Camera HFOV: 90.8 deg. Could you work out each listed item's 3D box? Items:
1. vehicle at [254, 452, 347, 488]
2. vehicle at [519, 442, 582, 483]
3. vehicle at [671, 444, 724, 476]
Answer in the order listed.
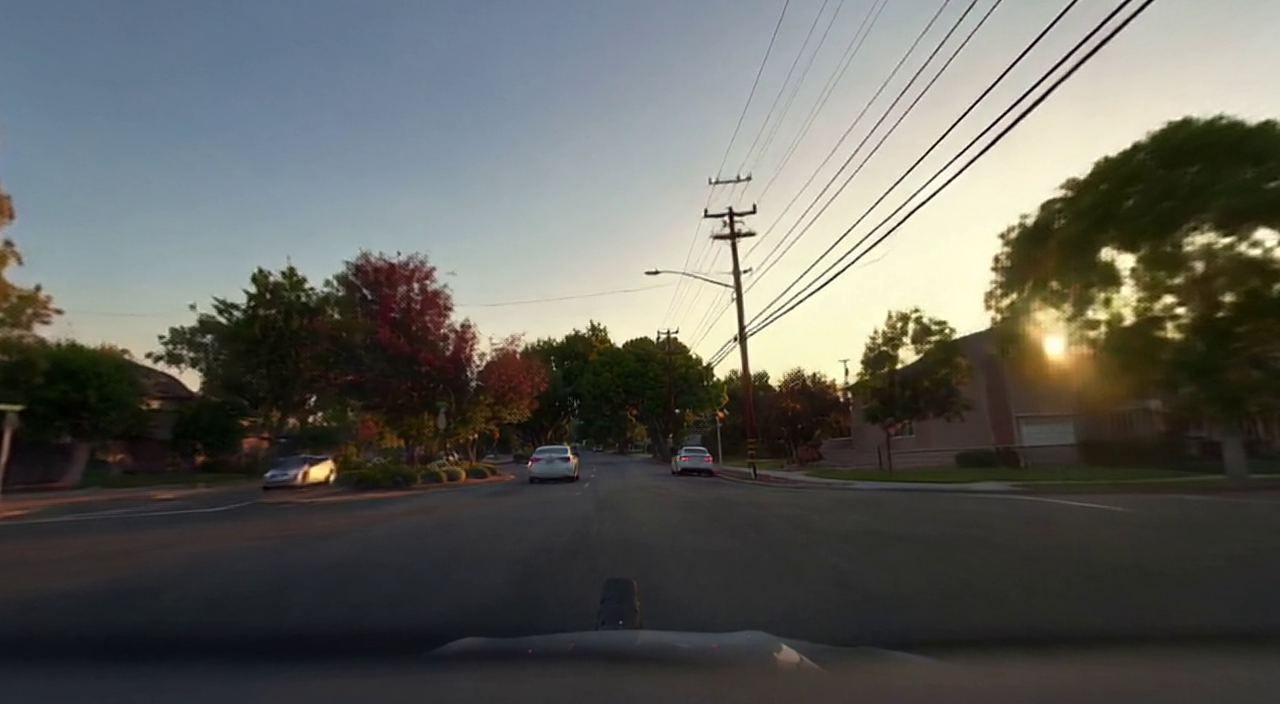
[{"bbox_3d":[-15.695,5.449,29.531,2.143,1.524,4.408,0,-8,-4],"label":"vehicle"},{"bbox_3d":[-3.453,4.364,25.256,2.041,1.471,4.602,0,-8,-2],"label":"vehicle"},{"bbox_3d":[2.786,5.314,31.486,2.074,1.450,4.621,0,-8,-2],"label":"vehicle"}]
